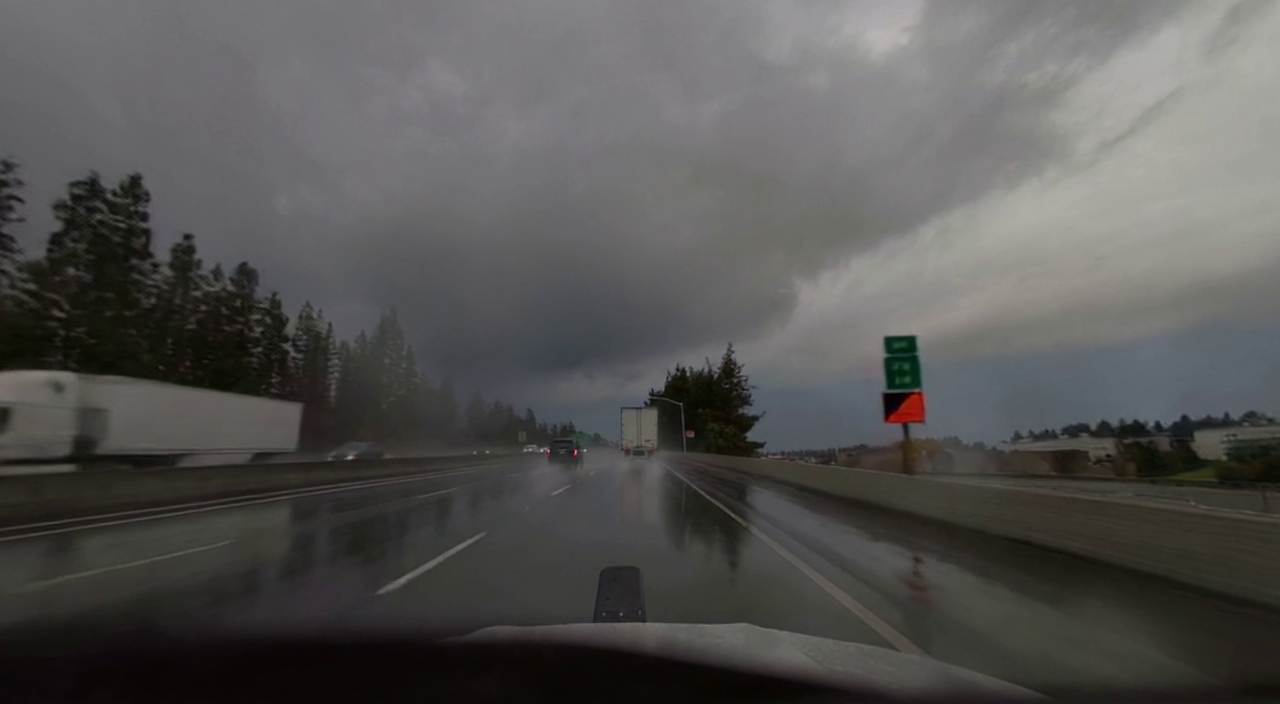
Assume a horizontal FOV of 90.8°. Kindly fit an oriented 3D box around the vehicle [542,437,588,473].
[{"bbox_3d":[-4.296,5.969,36.746,2.139,1.925,4.312,0,-9,0],"label":"vehicle"}]

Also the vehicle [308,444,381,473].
[{"bbox_3d":[-17.332,6.251,37.323,2.001,1.570,4.727,0,-9,0],"label":"vehicle"}]

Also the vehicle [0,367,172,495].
[{"bbox_3d":[-20.738,2.897,22.743,3.033,3.995,5.883,0,-9,-1],"label":"vehicle"}]
